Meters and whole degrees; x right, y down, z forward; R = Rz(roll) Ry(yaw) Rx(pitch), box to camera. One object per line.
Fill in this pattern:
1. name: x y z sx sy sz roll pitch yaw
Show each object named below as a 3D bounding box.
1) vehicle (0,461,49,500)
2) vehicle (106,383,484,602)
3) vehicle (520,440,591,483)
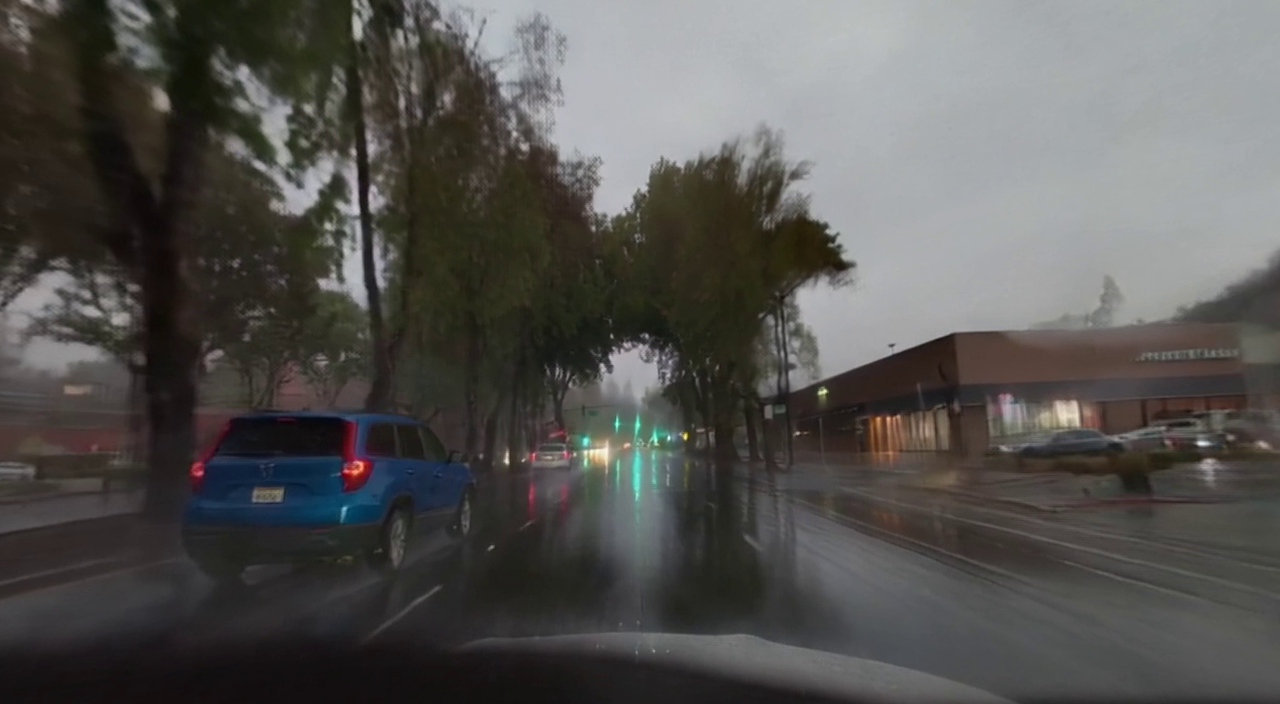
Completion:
1. vehicle: -32.038 6.487 32.093 4.602 1.721 2.167 -7 -11 39
2. vehicle: -3.428 1.497 7.539 2.042 1.817 4.364 0 -8 0
3. vehicle: -3.130 4.178 24.426 2.069 1.470 4.601 0 -8 0
